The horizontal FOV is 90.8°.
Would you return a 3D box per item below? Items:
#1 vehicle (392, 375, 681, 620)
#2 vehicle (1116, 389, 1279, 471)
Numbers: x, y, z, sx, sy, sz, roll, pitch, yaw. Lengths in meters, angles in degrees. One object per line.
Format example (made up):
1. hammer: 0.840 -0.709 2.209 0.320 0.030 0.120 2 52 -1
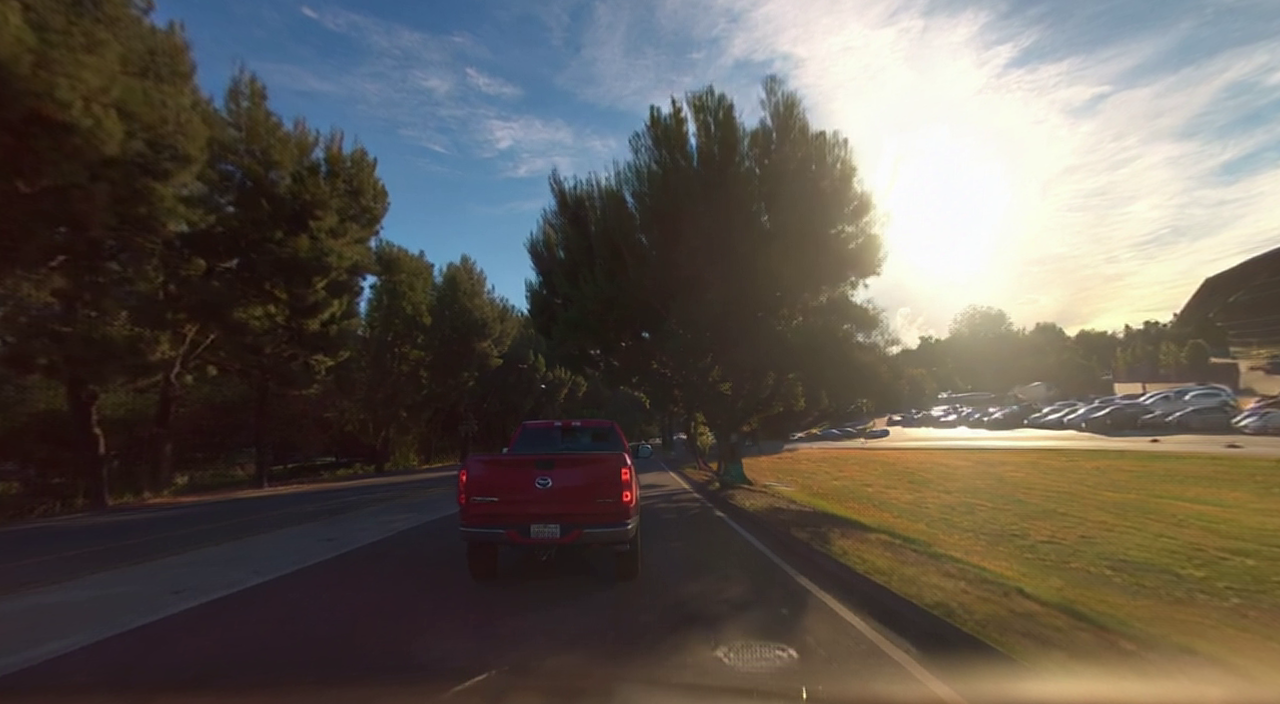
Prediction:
1. vehicle: -0.692 1.447 7.305 2.157 1.816 5.039 0 -8 2
2. vehicle: 11.873 1.447 11.798 4.298 1.392 1.944 -1 -8 2
